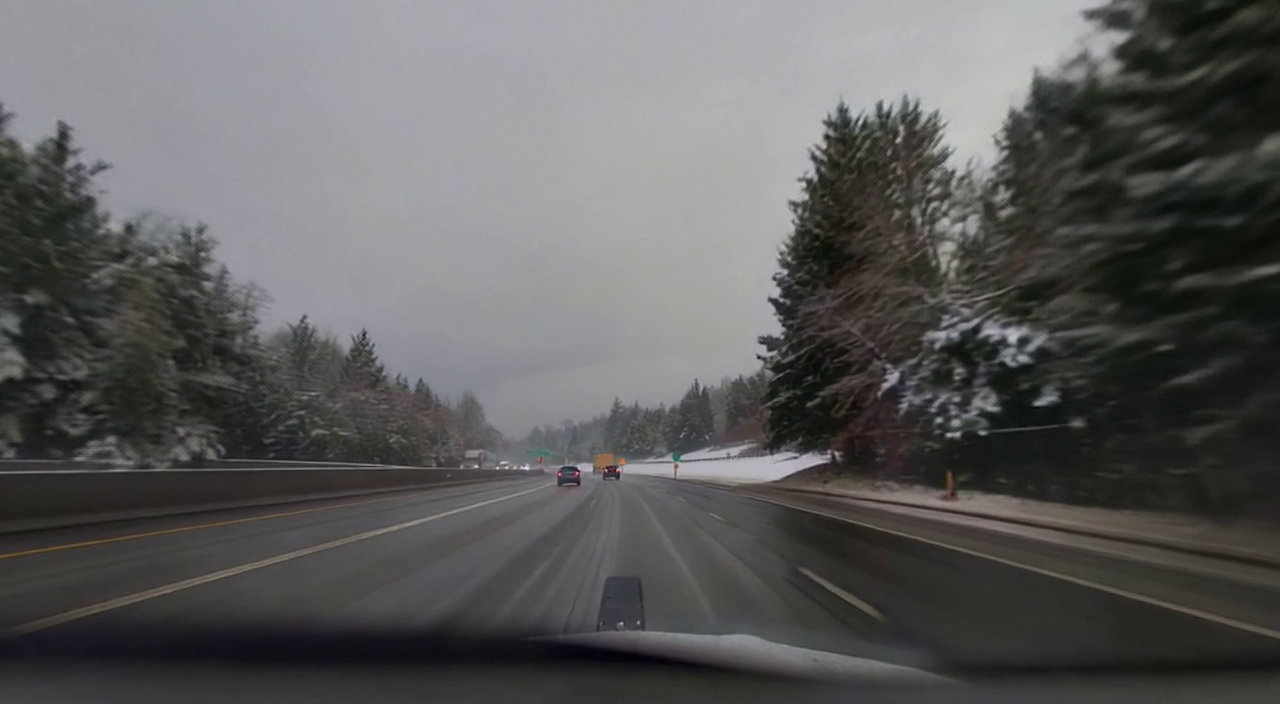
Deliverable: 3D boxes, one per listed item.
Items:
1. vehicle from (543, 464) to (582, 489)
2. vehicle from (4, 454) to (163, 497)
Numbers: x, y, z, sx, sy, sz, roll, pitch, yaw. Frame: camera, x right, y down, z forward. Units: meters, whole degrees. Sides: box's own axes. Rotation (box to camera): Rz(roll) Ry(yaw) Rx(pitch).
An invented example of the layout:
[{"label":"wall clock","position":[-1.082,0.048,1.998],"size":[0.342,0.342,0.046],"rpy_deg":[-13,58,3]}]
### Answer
[{"label":"vehicle","position":[-5.026,8.164,41.414],"size":[2.115,1.546,4.638],"rpy_deg":[1,-10,-2]},{"label":"vehicle","position":[-21.315,4.759,24.456],"size":[2.033,1.481,4.575],"rpy_deg":[1,-10,-1]}]
